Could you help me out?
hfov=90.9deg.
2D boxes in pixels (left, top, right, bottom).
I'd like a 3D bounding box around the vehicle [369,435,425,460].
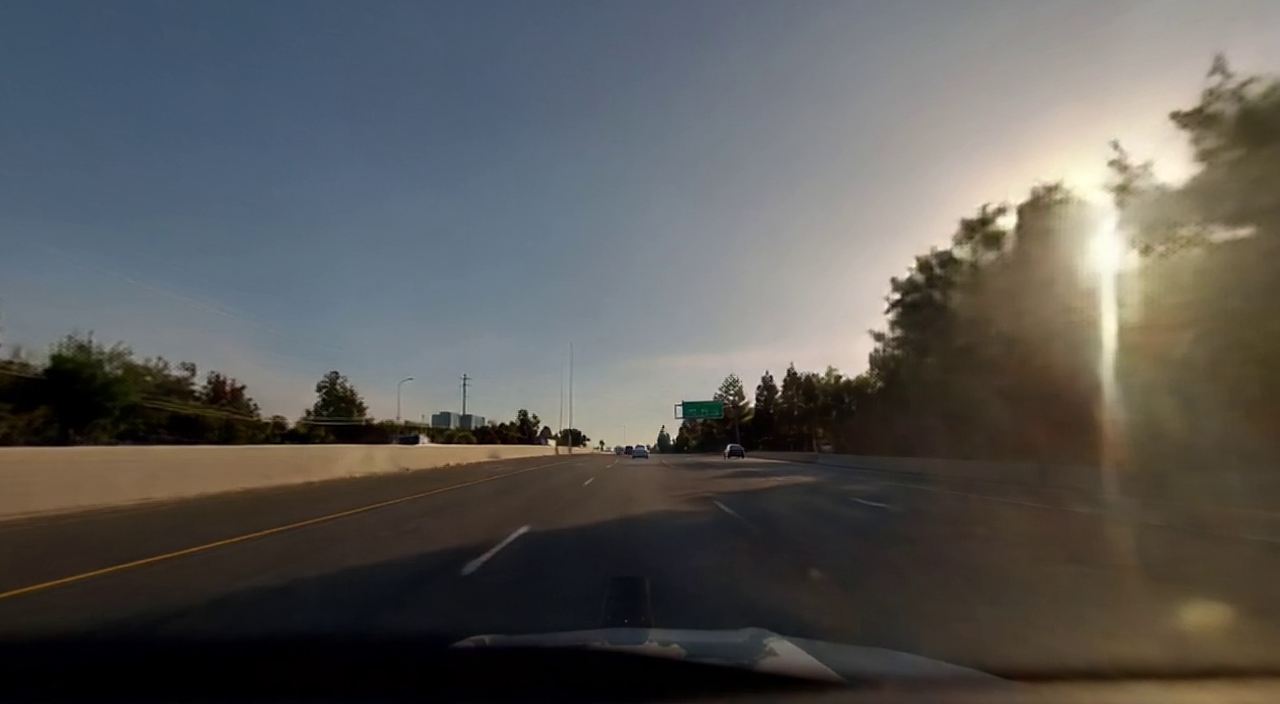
[{"bbox_3d":[-18.396,7.265,48.019,2.174,1.723,5.143,0,-8,0],"label":"vehicle"}]
